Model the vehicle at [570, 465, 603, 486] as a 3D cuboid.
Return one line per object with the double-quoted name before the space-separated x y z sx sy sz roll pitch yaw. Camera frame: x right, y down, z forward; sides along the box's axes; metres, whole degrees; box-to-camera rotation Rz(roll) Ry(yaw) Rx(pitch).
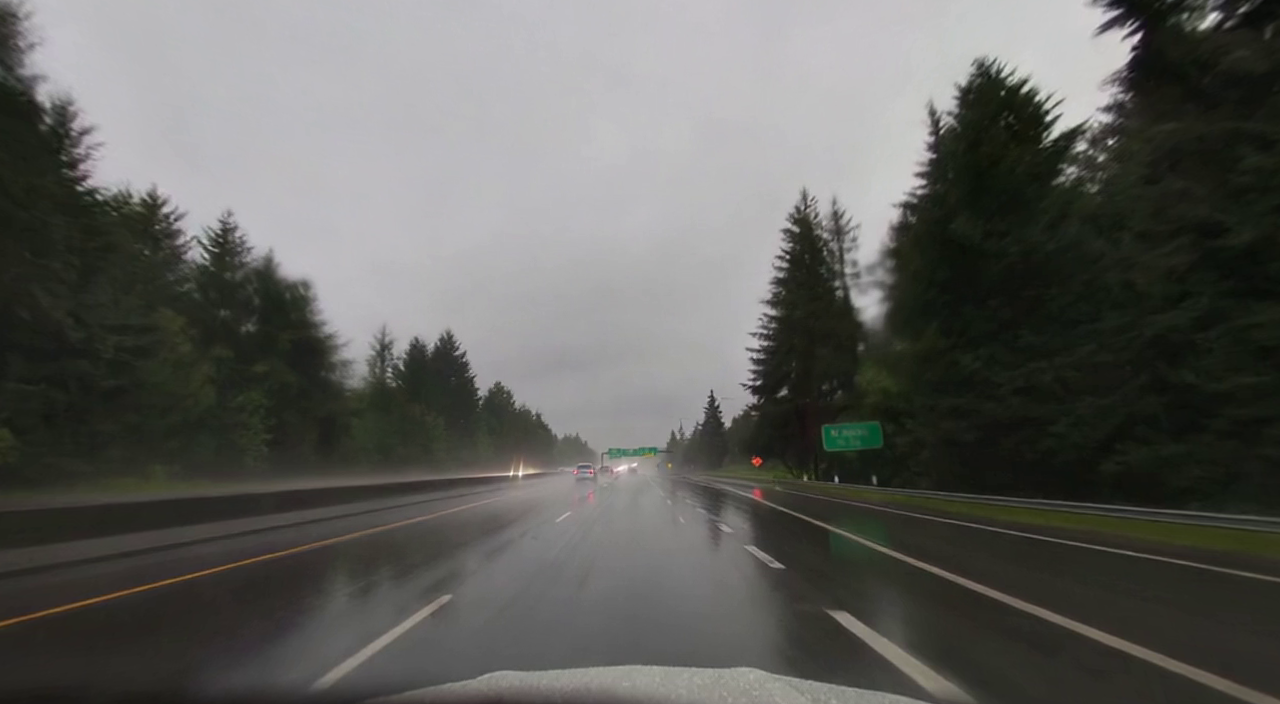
"vehicle" -4.034 9.443 48.127 2.126 1.488 4.186 1 -11 0
